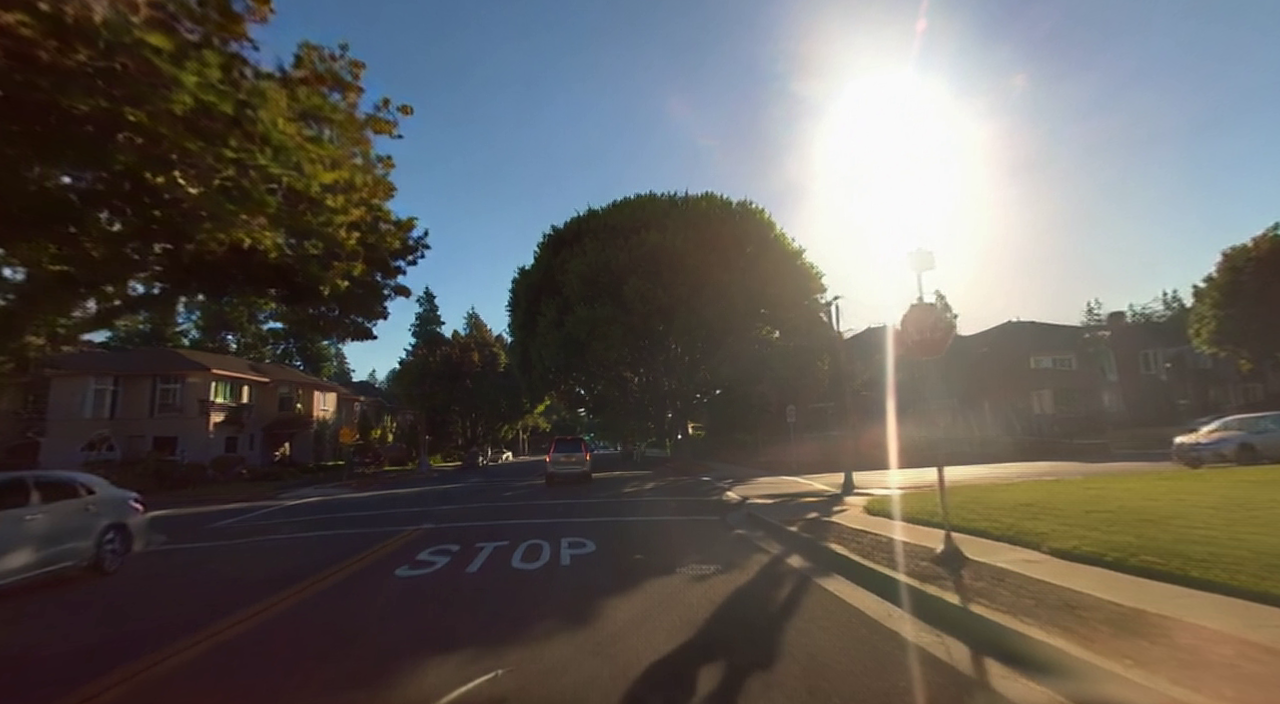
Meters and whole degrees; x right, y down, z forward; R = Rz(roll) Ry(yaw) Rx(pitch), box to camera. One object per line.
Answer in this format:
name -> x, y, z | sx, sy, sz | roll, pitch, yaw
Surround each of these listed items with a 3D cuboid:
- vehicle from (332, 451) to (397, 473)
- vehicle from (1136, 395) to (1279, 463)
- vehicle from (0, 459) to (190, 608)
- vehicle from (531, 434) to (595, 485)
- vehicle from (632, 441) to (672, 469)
vehicle -> -19.886, 7.919, 45.585 | 3.806, 1.501, 1.892 | 0, -8, -3
vehicle -> 17.760, 2.277, 18.441 | 4.817, 1.881, 2.002 | 0, -9, -3
vehicle -> -7.538, 1.981, 6.988 | 1.819, 1.461, 4.723 | 0, -9, -3
vehicle -> -2.811, 4.038, 23.886 | 2.172, 1.722, 4.201 | 0, -9, -4
vehicle -> 0.682, 6.282, 38.525 | 1.987, 1.608, 3.883 | 1, -9, -6
